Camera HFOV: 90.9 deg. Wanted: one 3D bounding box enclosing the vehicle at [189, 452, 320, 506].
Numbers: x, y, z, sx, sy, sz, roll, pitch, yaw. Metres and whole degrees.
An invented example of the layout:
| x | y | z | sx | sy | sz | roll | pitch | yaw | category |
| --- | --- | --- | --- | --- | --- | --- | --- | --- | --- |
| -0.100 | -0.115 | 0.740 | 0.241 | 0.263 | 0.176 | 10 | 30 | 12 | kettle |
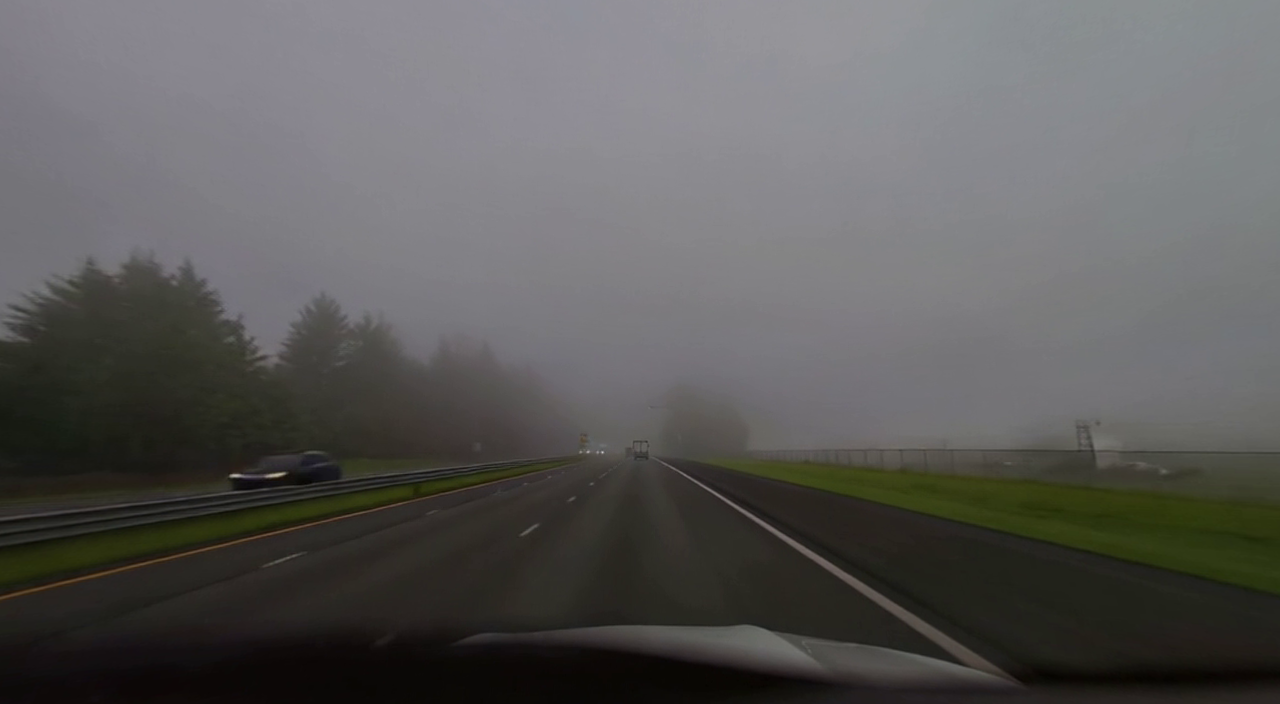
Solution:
| x | y | z | sx | sy | sz | roll | pitch | yaw | category |
| --- | --- | --- | --- | --- | --- | --- | --- | --- | --- |
| -11.966 | 3.927 | 19.899 | 1.669 | 1.494 | 3.894 | 0 | -9 | -1 | vehicle |
